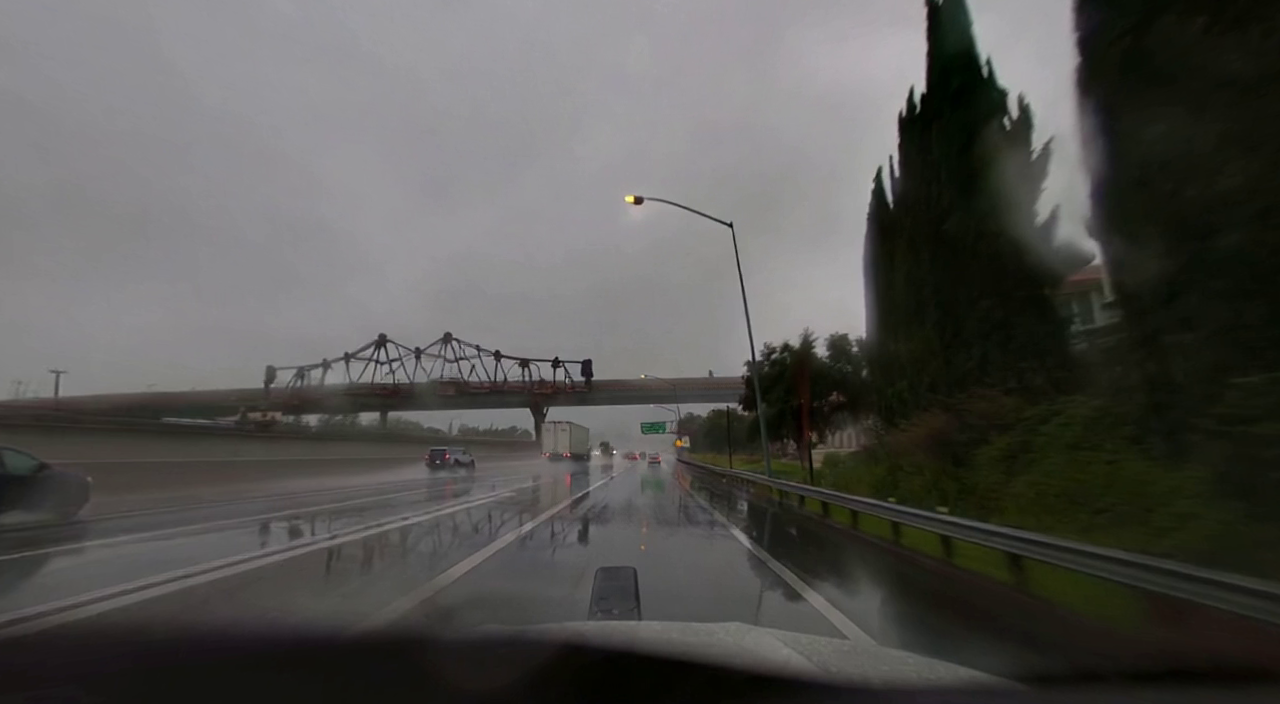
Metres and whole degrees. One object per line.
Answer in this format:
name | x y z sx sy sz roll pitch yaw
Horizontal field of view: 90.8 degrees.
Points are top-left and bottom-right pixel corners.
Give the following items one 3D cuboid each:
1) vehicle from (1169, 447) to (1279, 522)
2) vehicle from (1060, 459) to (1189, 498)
vehicle | 22.637 4.416 21.369 6.961 2.343 2.575 0 -9 1
vehicle | 22.936 5.998 30.055 4.487 1.718 1.883 0 -9 2
